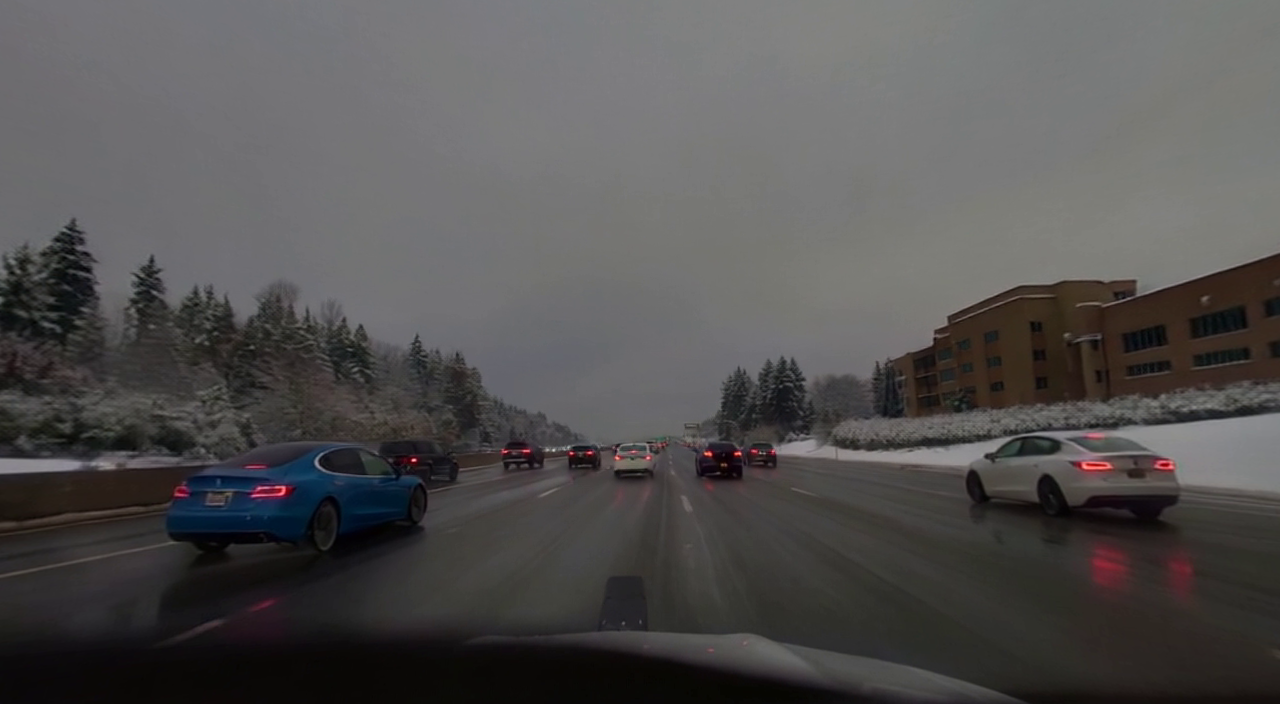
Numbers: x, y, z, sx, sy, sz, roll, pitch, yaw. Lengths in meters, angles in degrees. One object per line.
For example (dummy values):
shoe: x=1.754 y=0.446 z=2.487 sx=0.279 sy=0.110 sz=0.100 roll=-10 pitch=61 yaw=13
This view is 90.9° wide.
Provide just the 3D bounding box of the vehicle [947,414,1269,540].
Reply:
vehicle: x=7.767 y=2.111 z=11.360 sx=1.960 sy=1.726 sz=5.016 roll=0 pitch=-8 yaw=1

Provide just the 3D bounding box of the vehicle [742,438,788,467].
vehicle: x=7.958 y=6.432 z=40.519 sx=2.071 sy=1.754 sz=4.484 roll=0 pitch=-8 yaw=1

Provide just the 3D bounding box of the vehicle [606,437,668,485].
vehicle: x=-0.019 y=4.059 z=23.784 sx=2.102 sy=1.624 sz=4.257 roll=-1 pitch=-8 yaw=3

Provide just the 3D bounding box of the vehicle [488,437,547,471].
vehicle: x=-7.123 y=5.994 z=37.382 sx=2.187 sy=1.851 sz=5.085 roll=-1 pitch=-8 yaw=4

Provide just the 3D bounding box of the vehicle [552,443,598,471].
vehicle: x=-3.562 y=5.846 z=35.231 sx=1.886 sy=1.455 sz=4.148 roll=-1 pitch=-8 yaw=3

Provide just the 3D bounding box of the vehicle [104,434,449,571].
vehicle: x=-4.735 y=1.999 z=9.316 sx=2.116 sy=1.473 sz=4.644 roll=-1 pitch=-8 yaw=4

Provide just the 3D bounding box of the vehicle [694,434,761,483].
vehicle: x=3.274 y=4.083 z=24.476 sx=2.114 sy=1.715 sz=4.136 roll=-1 pitch=-8 yaw=2
